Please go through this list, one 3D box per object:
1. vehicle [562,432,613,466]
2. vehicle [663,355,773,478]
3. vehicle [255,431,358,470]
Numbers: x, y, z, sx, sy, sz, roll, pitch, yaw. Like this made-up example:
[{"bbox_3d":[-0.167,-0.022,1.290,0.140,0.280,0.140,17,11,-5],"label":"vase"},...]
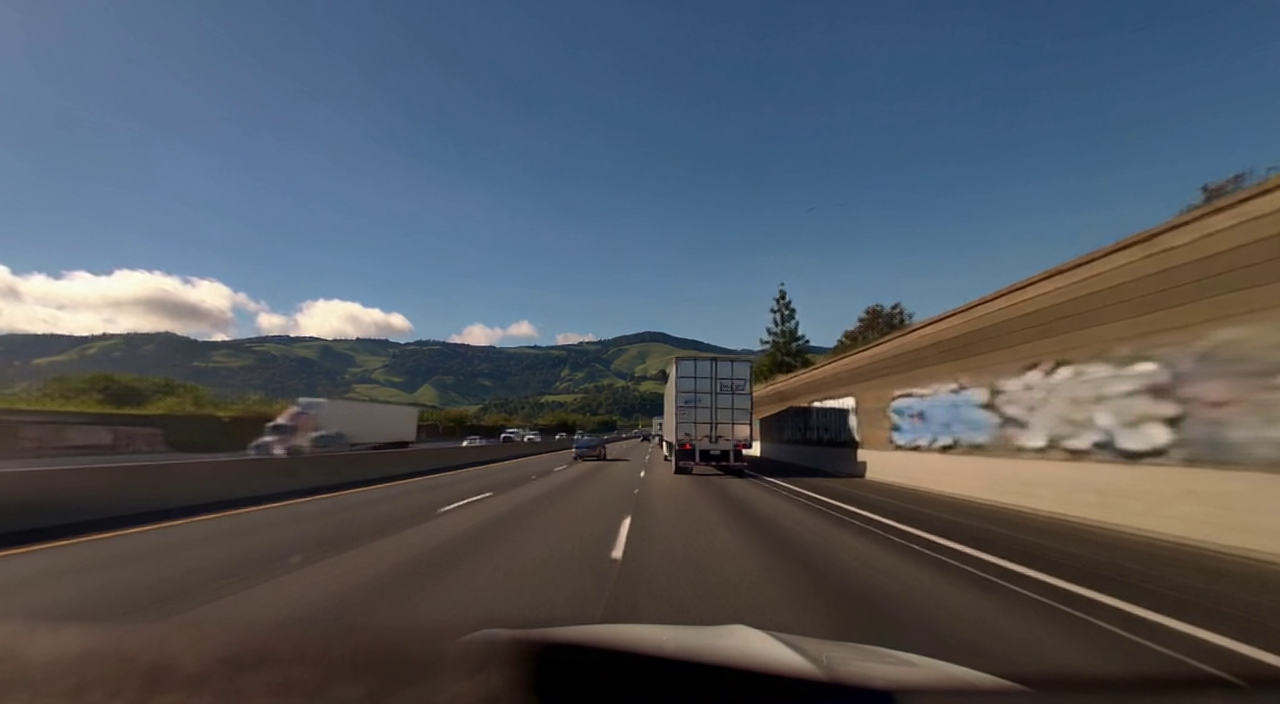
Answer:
[{"bbox_3d":[-2.503,4.741,31.054,1.982,1.535,4.519,0,-8,2],"label":"vehicle"},{"bbox_3d":[2.588,2.700,24.739,2.921,3.765,10.773,0,-8,0],"label":"vehicle"},{"bbox_3d":[-12.965,3.835,24.803,1.812,1.402,4.019,0,-8,1],"label":"vehicle"}]
